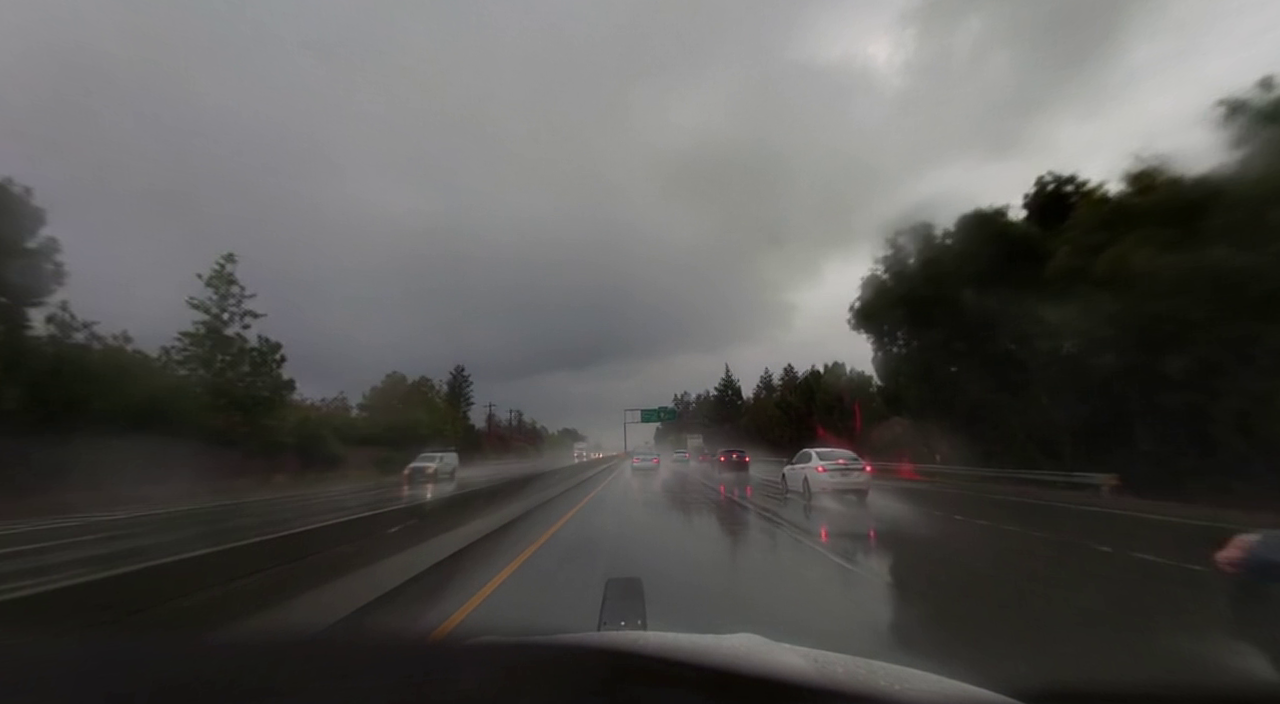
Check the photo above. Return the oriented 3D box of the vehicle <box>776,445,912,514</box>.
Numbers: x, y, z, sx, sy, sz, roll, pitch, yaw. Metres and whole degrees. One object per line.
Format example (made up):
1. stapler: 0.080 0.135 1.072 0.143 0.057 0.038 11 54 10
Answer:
1. vehicle: 4.867 3.095 15.837 1.827 1.462 4.697 0 -9 0

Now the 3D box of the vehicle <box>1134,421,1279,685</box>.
1. vehicle: 4.552 0.902 2.147 2.007 1.451 4.587 0 -9 0

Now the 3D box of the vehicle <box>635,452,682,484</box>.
1. vehicle: 0.807 5.304 29.058 2.012 1.320 3.777 0 -9 1

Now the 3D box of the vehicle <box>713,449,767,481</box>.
1. vehicle: 4.842 5.543 31.155 1.952 1.495 3.740 0 -9 -2
